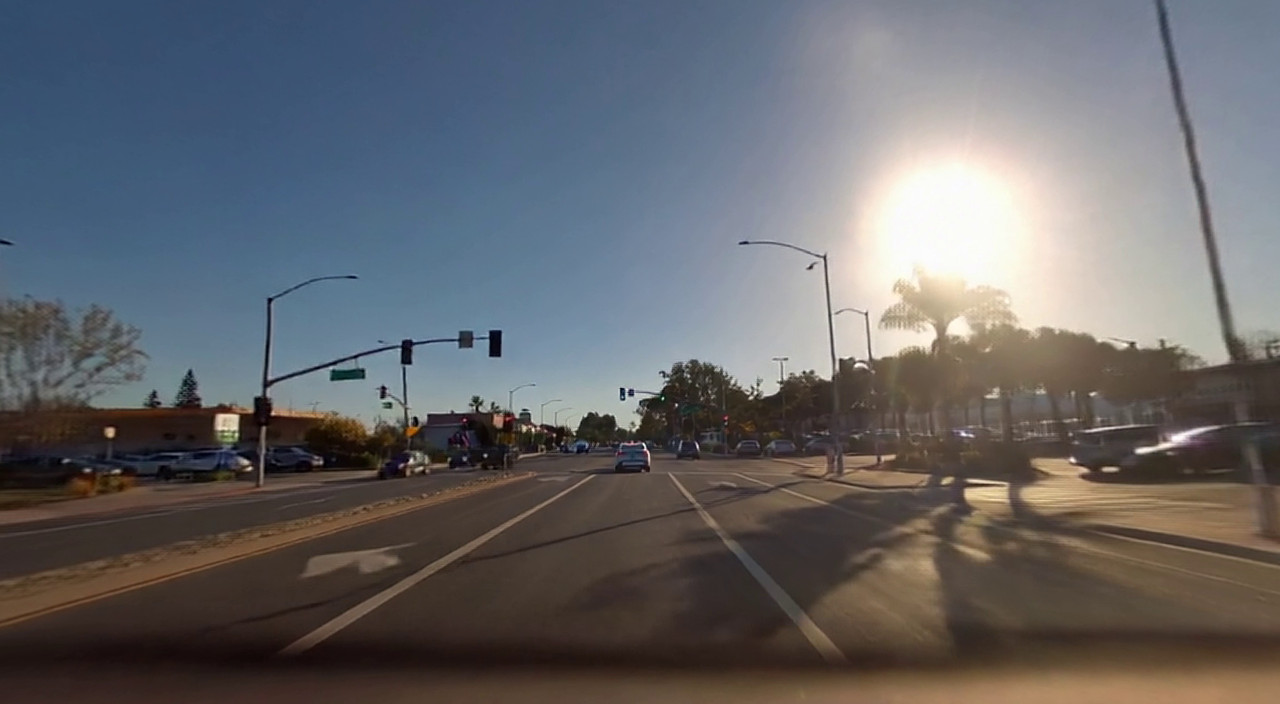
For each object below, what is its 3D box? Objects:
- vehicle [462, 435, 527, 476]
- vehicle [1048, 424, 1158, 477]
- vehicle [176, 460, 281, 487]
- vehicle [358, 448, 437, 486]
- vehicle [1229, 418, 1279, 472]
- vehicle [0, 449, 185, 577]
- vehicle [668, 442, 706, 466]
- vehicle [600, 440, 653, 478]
[{"bbox_3d":[-8.606,6.181,38.095,2.440,2.225,6.346,0,-9,0],"label":"vehicle"},{"bbox_3d":[14.792,3.119,20.104,1.985,1.479,4.580,-9,-12,44],"label":"vehicle"},{"bbox_3d":[-23.963,7.073,36.936,4.788,1.464,1.927,-1,-9,2],"label":"vehicle"},{"bbox_3d":[-11.784,5.602,31.153,2.039,1.630,4.878,1,-8,-2],"label":"vehicle"},{"bbox_3d":[20.475,2.915,20.262,2.012,1.556,4.432,-10,-11,44],"label":"vehicle"},{"bbox_3d":[-8.493,2.025,8.244,1.894,1.486,4.359,0,-9,0],"label":"vehicle"},{"bbox_3d":[3.062,6.793,42.066,2.060,1.471,4.168,0,-9,-2],"label":"vehicle"},{"bbox_3d":[-0.586,4.748,28.214,2.160,1.508,4.319,0,-9,-1],"label":"vehicle"}]
